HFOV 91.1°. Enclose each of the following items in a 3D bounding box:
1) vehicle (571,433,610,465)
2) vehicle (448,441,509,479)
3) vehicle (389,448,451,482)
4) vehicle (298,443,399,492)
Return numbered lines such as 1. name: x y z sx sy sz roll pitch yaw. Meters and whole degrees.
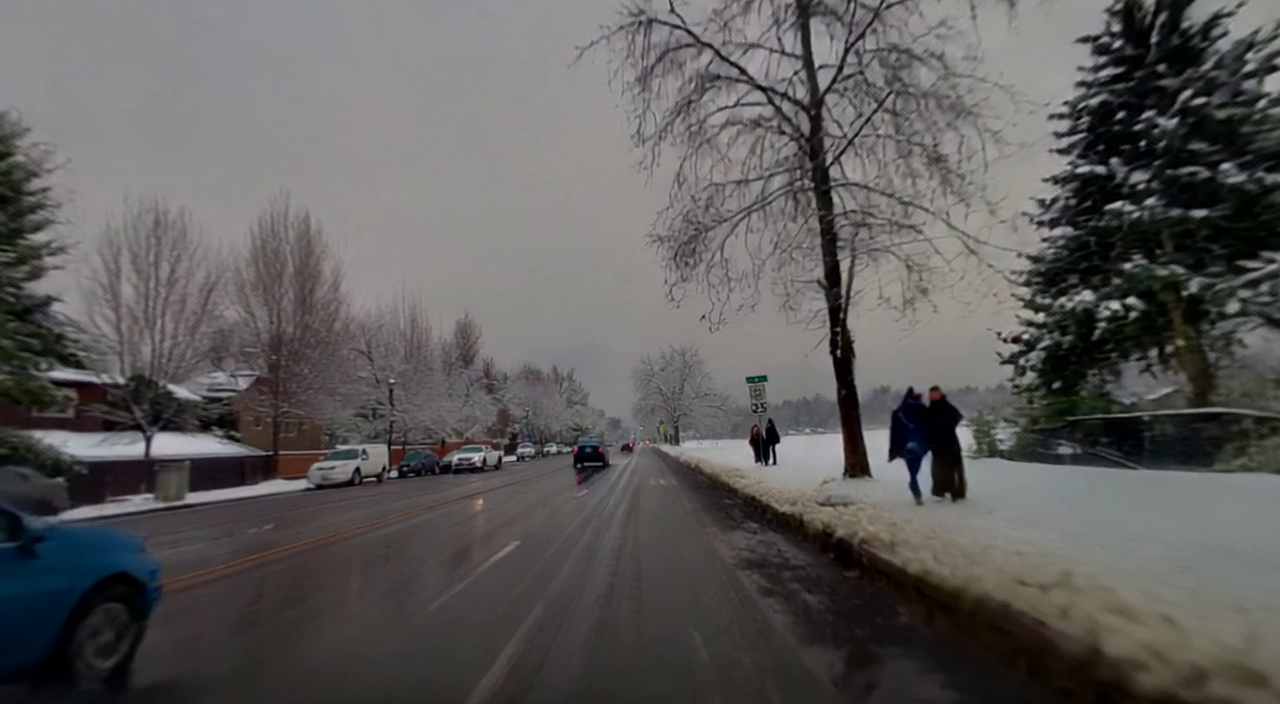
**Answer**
1. vehicle: -2.939 5.825 37.842 1.908 1.809 4.230 0 -8 1
2. vehicle: -8.884 5.946 34.934 2.019 1.907 4.697 0 -8 1
3. vehicle: -12.101 6.207 34.870 1.910 1.462 4.581 -3 -7 -2
4. vehicle: -12.042 4.753 26.377 1.904 1.728 4.997 2 -8 -1
